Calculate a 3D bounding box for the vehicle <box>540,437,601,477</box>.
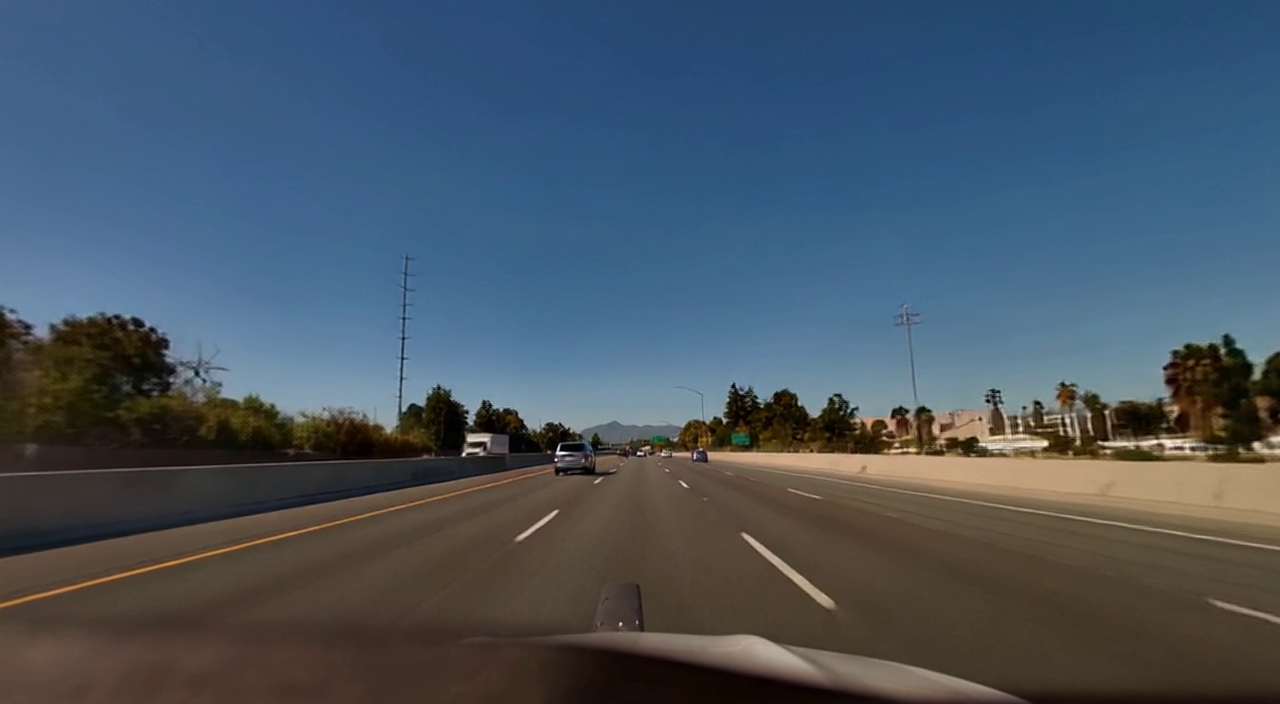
[{"bbox_3d":[-3.589,5.613,33.780,2.431,1.928,5.760,0,-9,2],"label":"vehicle"}]
